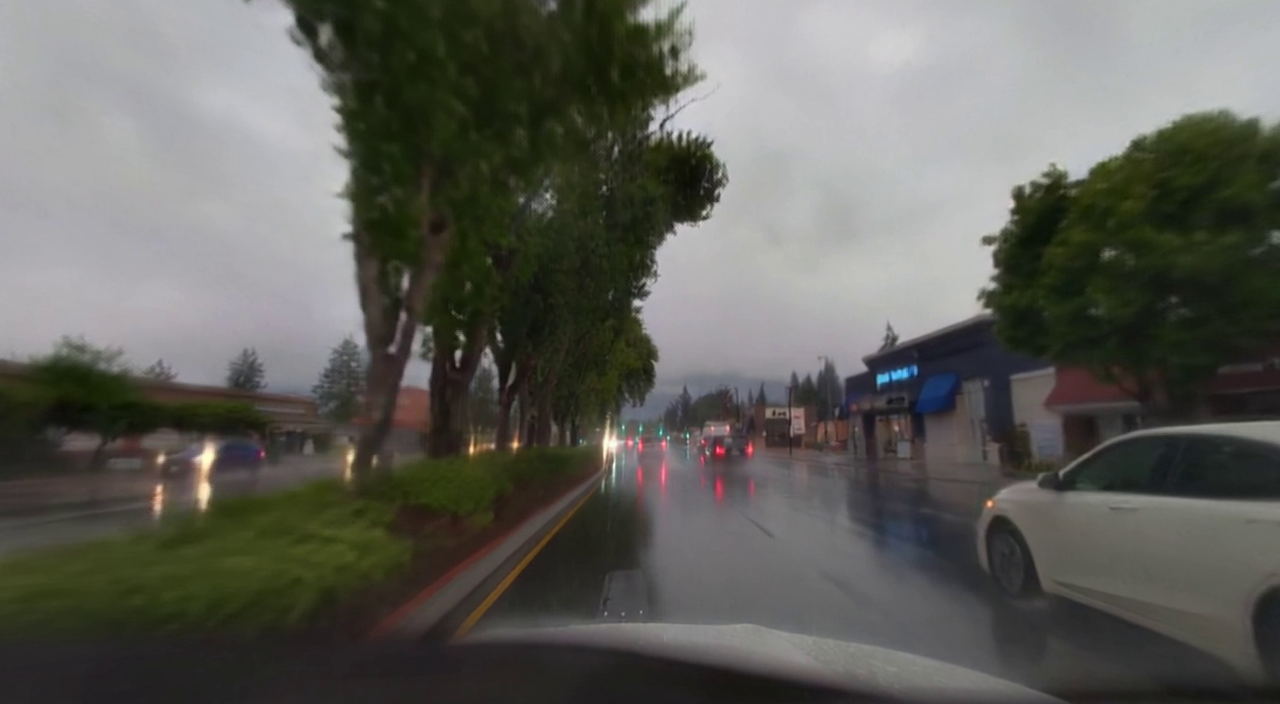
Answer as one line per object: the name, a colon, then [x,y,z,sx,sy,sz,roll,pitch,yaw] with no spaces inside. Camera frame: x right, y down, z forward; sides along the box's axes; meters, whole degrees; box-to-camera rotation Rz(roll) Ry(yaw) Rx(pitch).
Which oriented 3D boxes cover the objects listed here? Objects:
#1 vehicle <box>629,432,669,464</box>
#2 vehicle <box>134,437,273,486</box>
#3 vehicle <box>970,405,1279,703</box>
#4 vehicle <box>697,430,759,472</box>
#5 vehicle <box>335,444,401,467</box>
vehicle: [0.456,5.385,35.208,2.098,1.682,3.778,0,-8,0]
vehicle: [-18.871,4.710,27.541,2.488,1.752,4.991,-2,-6,1]
vehicle: [3.902,1.037,3.281,1.908,1.463,4.506,0,-8,0]
vehicle: [3.776,4.332,27.736,2.115,1.692,4.189,0,-8,-1]
vehicle: [-18.947,7.230,43.975,2.280,1.489,5.106,0,-8,1]
